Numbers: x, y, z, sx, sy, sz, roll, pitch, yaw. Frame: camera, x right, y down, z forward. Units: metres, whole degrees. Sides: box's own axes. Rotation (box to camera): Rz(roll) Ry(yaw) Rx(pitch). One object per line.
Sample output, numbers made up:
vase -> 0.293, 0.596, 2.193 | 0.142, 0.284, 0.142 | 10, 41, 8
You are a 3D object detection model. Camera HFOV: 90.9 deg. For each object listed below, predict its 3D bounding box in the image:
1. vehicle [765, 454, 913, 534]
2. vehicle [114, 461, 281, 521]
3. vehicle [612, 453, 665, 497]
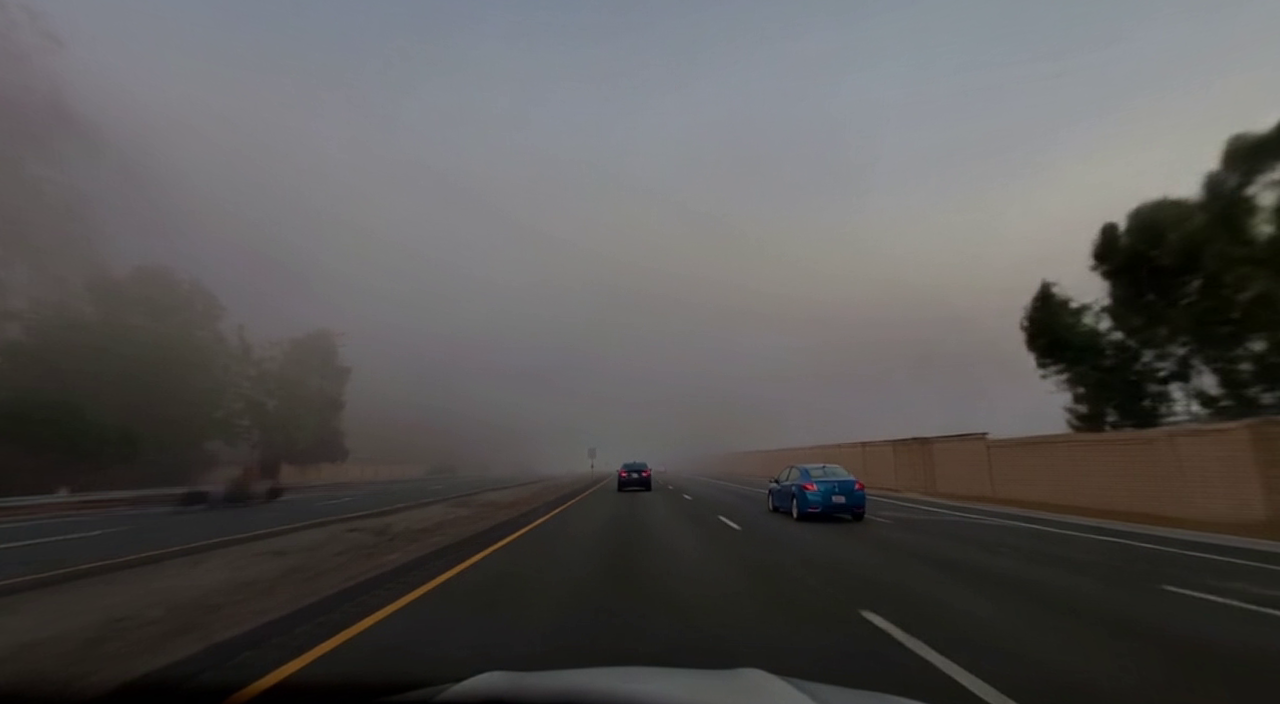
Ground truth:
vehicle -> 4.236, 3.102, 14.159 | 1.938, 1.494, 4.032 | 1, -10, -1
vehicle -> -12.625, 3.970, 18.351 | 1.966, 1.486, 3.941 | 1, -10, -1
vehicle -> -0.048, 5.059, 26.021 | 2.037, 1.605, 3.833 | 1, -10, 0
